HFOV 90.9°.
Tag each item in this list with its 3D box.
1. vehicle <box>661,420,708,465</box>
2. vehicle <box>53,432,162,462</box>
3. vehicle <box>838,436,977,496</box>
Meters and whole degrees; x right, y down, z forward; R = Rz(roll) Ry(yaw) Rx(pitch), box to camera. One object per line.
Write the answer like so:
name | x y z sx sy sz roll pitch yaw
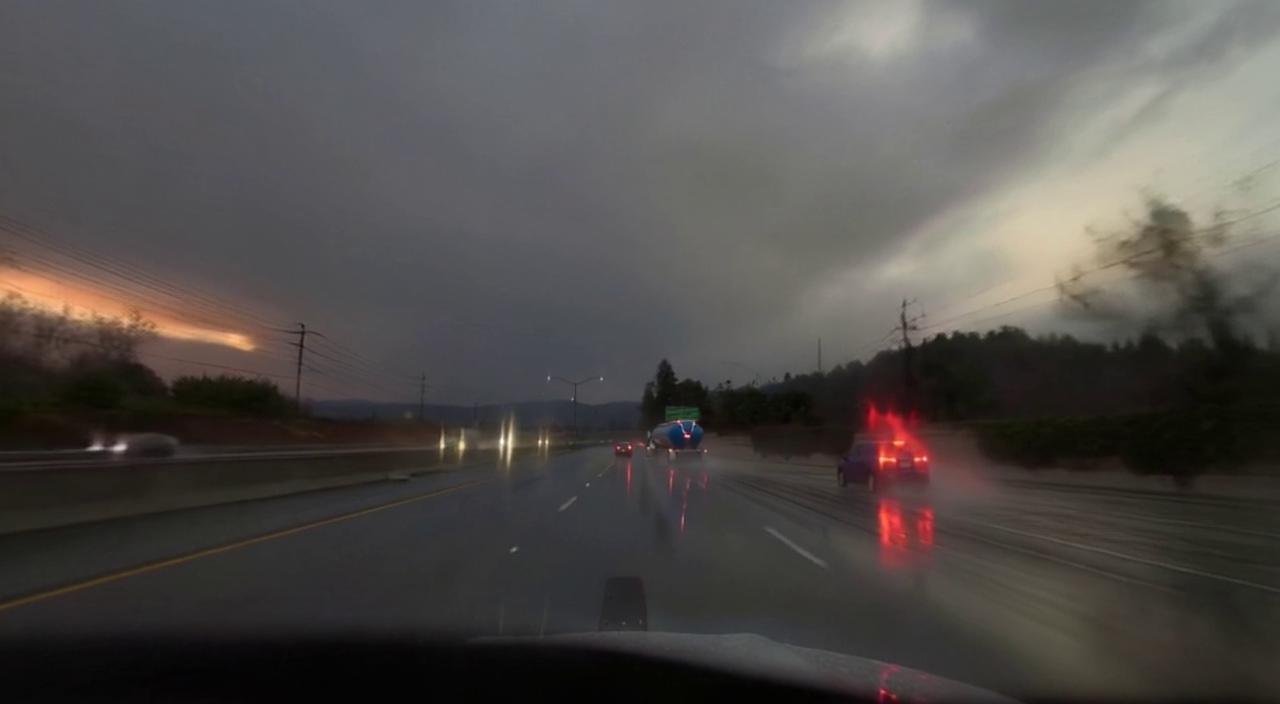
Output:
vehicle | 3.293 6.972 48.586 2.791 3.179 8.074 0 -8 -2
vehicle | -28.596 5.139 34.089 2.081 1.495 4.420 0 -8 -1
vehicle | 7.480 3.209 18.232 1.905 1.480 4.624 0 -8 -1
